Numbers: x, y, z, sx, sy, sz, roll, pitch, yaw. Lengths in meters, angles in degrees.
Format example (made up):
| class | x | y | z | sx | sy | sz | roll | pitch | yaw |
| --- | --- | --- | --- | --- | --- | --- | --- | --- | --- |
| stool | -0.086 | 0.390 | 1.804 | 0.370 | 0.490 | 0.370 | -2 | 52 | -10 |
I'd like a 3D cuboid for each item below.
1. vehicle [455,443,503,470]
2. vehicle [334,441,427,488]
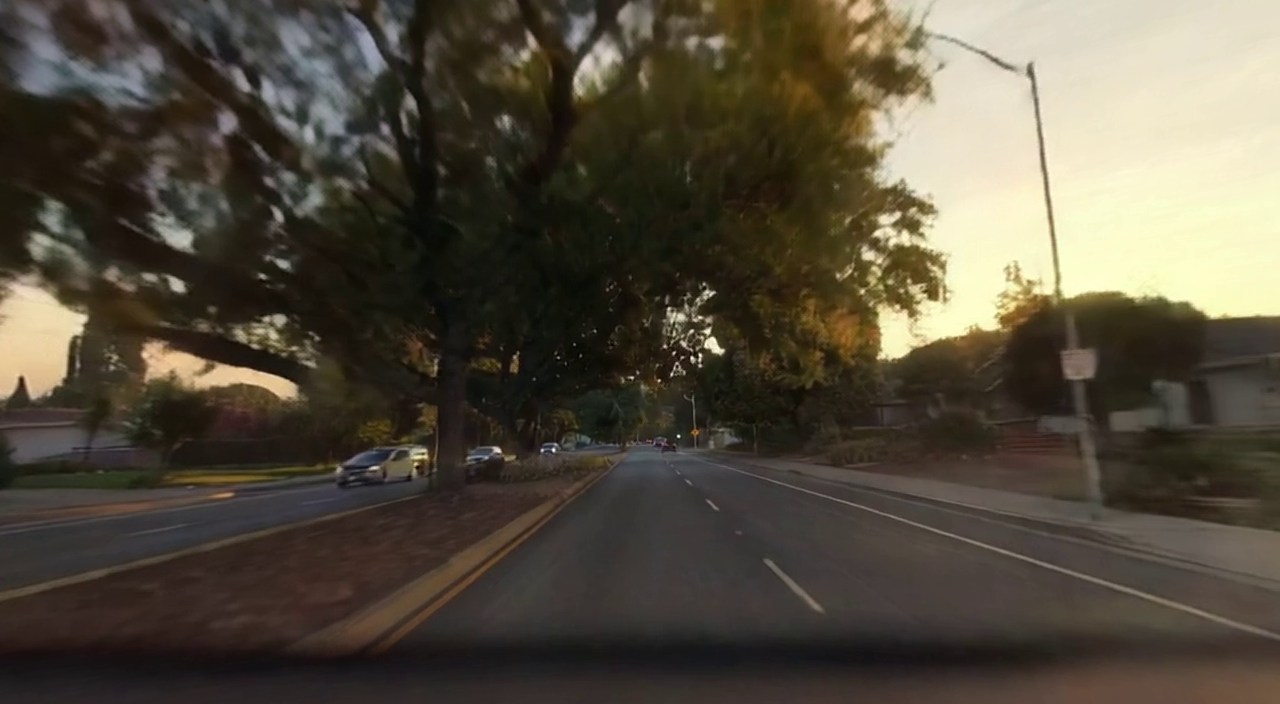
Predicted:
| class | x | y | z | sx | sy | sz | roll | pitch | yaw |
| --- | --- | --- | --- | --- | --- | --- | --- | --- | --- |
| vehicle | -10.211 | 6.635 | 40.336 | 1.913 | 1.641 | 4.243 | 0 | -8 | 1 |
| vehicle | -10.090 | 4.363 | 24.877 | 1.962 | 1.680 | 3.925 | 0 | -8 | 1 |
